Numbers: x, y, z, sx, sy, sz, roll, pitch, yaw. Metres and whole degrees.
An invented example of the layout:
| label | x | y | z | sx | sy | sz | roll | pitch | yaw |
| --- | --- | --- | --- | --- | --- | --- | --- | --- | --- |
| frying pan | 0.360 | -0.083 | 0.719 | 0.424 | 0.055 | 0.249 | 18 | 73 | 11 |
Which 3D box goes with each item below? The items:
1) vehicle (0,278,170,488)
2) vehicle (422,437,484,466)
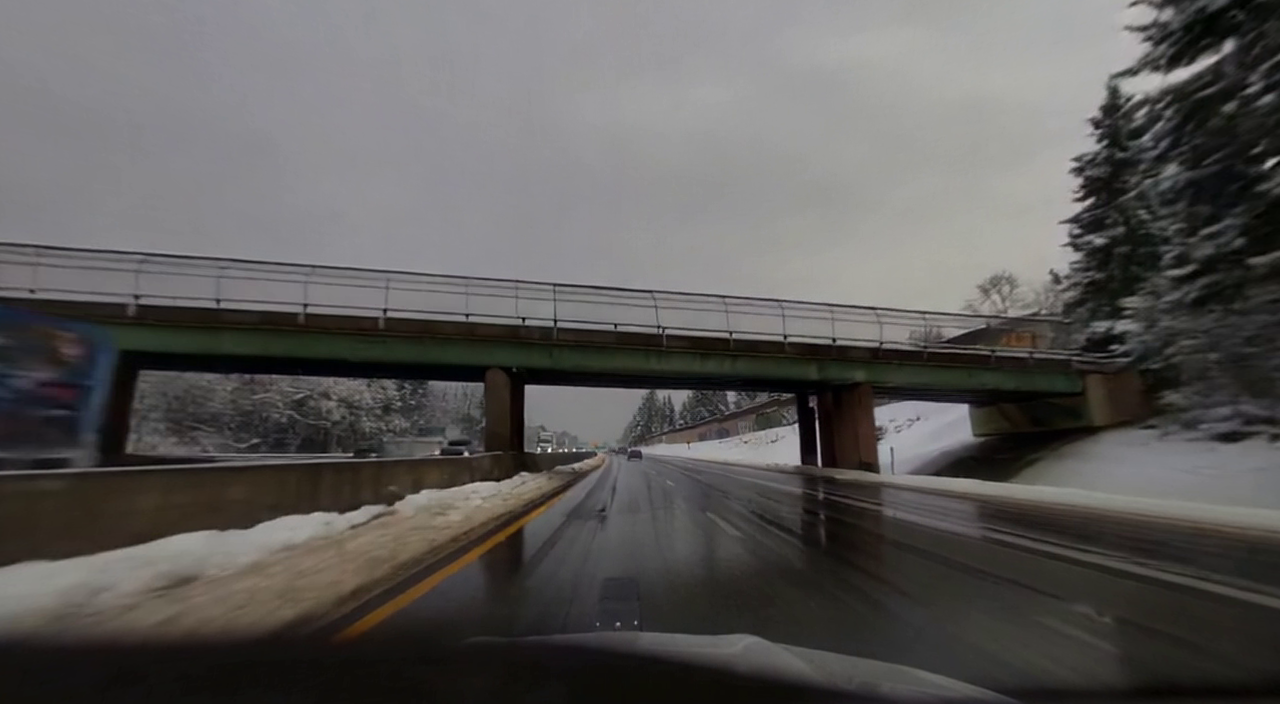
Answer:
| label | x | y | z | sx | sy | sz | roll | pitch | yaw |
| --- | --- | --- | --- | --- | --- | --- | --- | --- | --- |
| vehicle | -13.798 | 0.187 | 9.381 | 3.020 | 3.998 | 14.022 | 0 | -9 | -2 |
| vehicle | -10.028 | 5.393 | 34.003 | 2.164 | 1.479 | 4.067 | 0 | -9 | -1 |
